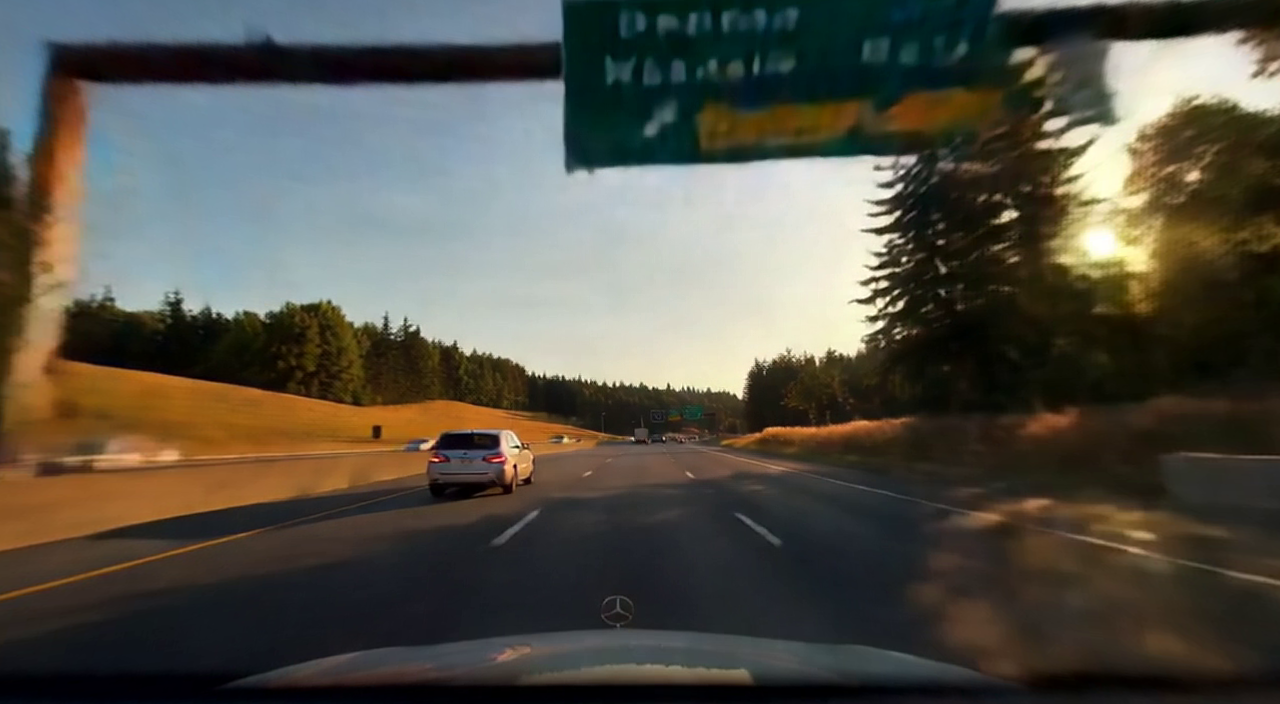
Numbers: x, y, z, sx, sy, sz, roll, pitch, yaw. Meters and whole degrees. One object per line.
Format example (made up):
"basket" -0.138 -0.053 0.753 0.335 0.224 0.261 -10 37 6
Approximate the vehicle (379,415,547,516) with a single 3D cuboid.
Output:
"vehicle" -3.212 2.145 12.443 2.084 1.654 4.080 0 -8 1
